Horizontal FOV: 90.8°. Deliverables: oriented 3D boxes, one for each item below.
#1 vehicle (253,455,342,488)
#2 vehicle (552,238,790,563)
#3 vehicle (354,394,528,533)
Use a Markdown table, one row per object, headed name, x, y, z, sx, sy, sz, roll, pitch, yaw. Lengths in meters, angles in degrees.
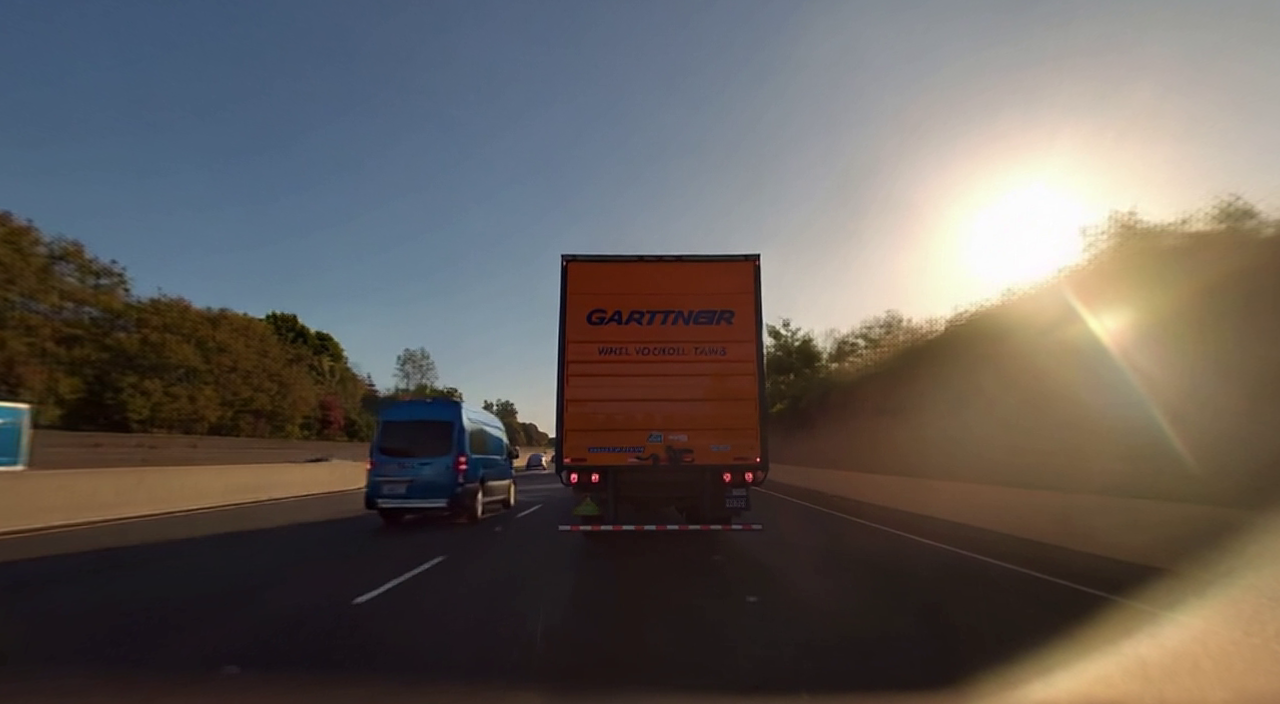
| name | x | y | z | sx | sy | sz | roll | pitch | yaw |
| --- | --- | --- | --- | --- | --- | --- | --- | --- | --- |
| vehicle | -16.753 | 5.837 | 31.127 | 1.885 | 1.455 | 4.424 | 0 | -9 | 0 |
| vehicle | 0.424 | 1.358 | 13.106 | 2.853 | 4.054 | 10.557 | 0 | -9 | 1 |
| vehicle | -4.084 | 2.431 | 14.174 | 2.208 | 2.522 | 5.187 | 0 | -9 | -1 |
